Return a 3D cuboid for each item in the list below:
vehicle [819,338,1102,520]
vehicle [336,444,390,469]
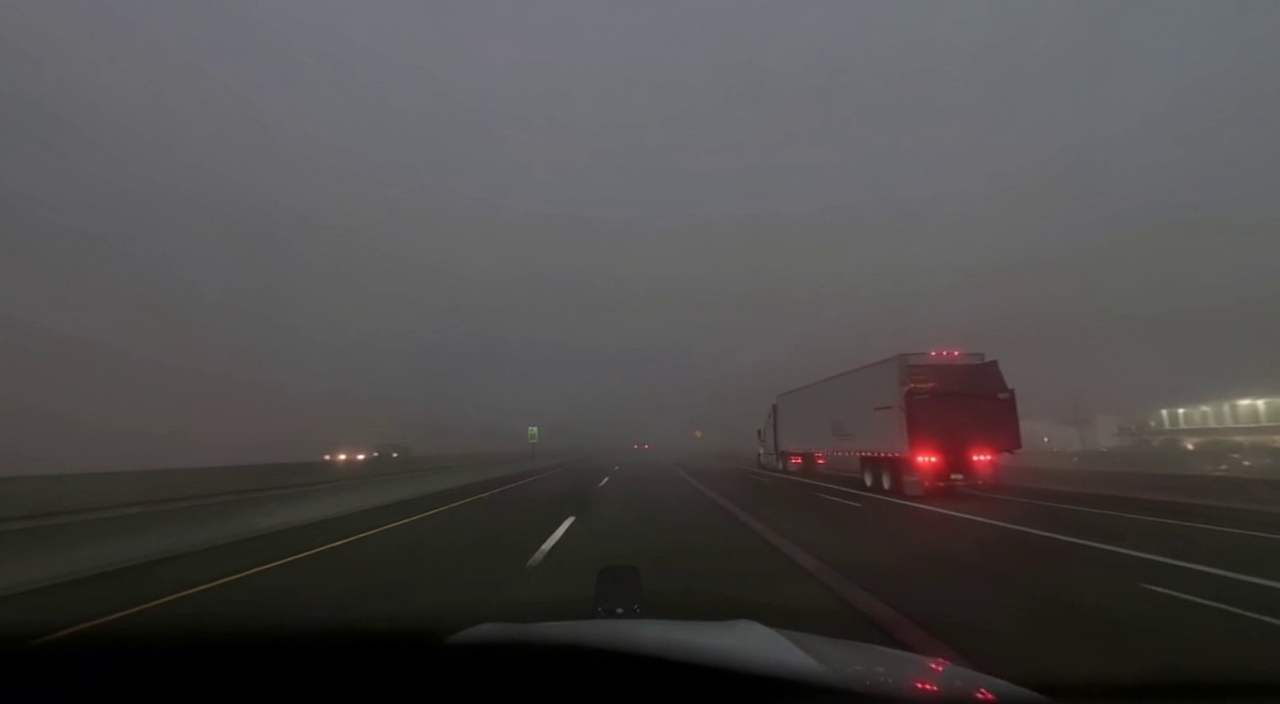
[{"bbox_3d":[6.776,1.919,15.223,2.793,3.204,7.997,0,-8,2],"label":"vehicle"},{"bbox_3d":[-21.748,8.207,49.747,1.999,1.810,4.804,0,-8,1],"label":"vehicle"}]
